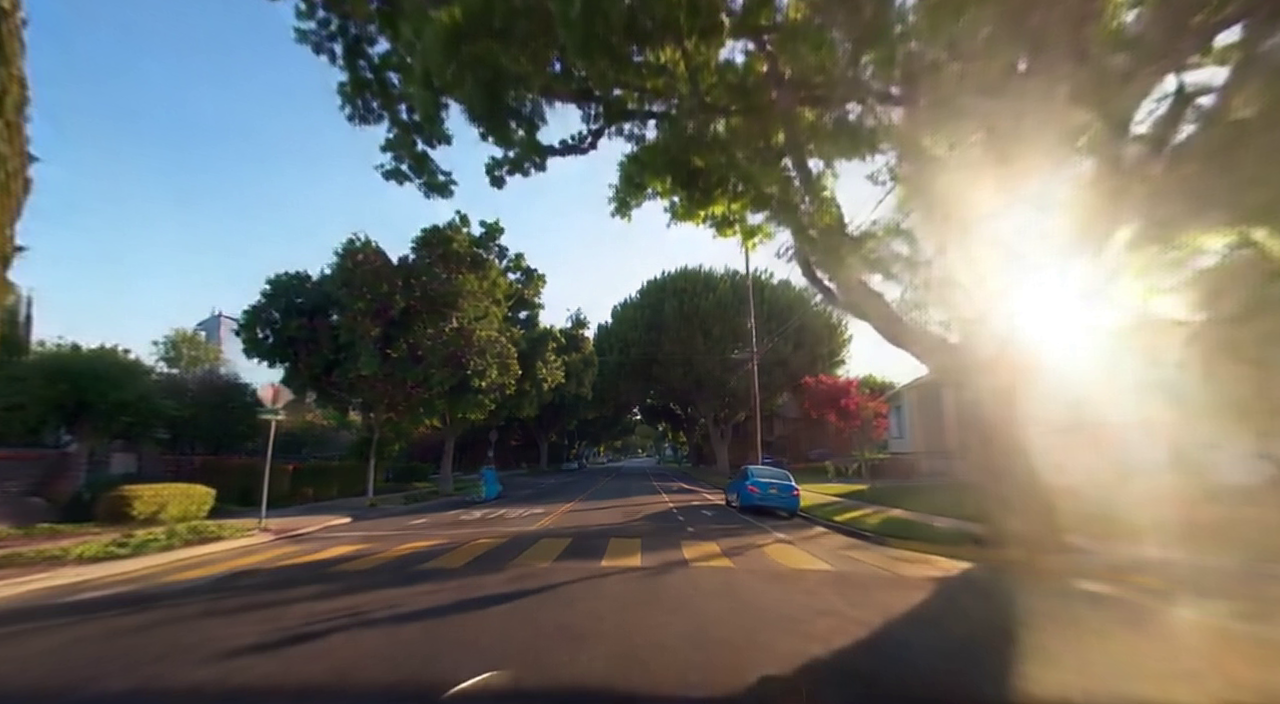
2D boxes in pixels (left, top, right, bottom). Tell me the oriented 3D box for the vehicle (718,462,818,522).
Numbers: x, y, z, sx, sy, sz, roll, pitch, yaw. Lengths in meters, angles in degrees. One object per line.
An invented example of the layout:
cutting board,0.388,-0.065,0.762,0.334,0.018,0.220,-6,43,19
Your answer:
vehicle,3.720,4.145,19.227,1.961,1.472,4.434,0,-9,-2
